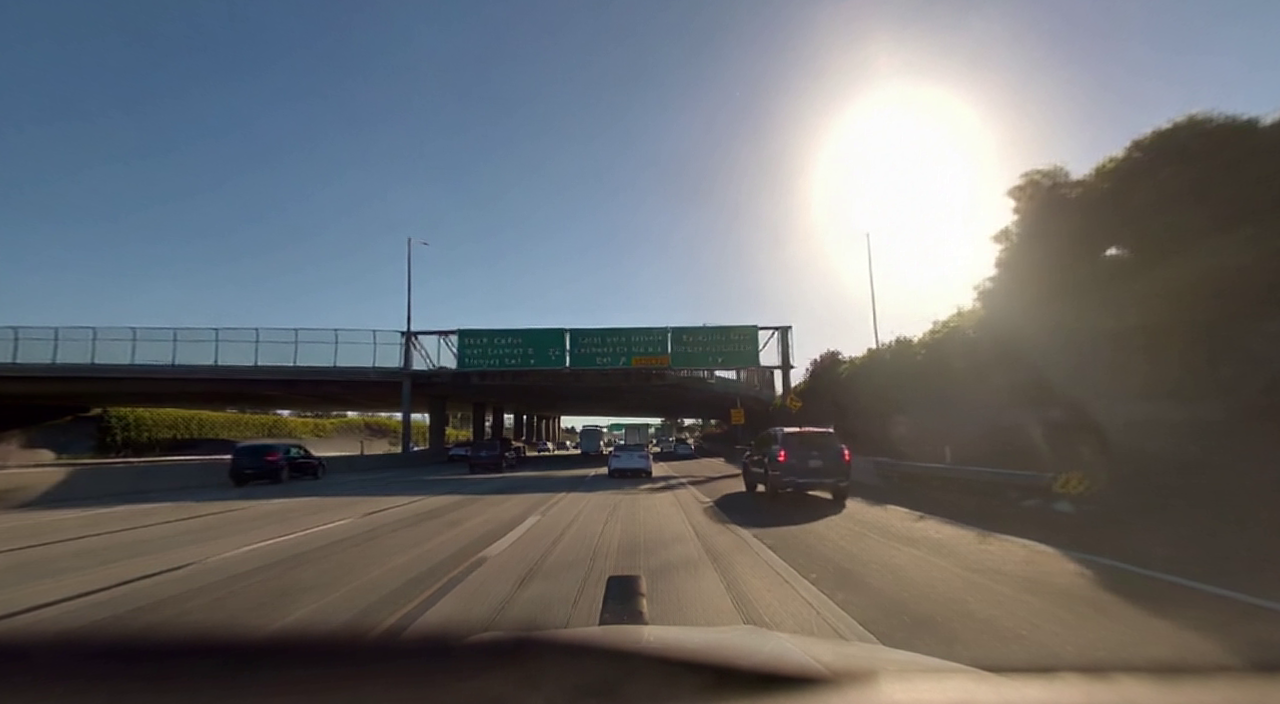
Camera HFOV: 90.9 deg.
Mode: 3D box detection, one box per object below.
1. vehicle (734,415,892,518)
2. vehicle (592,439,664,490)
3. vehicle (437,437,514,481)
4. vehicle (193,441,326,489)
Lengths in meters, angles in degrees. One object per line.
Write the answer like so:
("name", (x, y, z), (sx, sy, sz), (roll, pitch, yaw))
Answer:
("vehicle", (3.351, 2.315, 13.204), (2.001, 1.771, 4.250), (0, -8, -1))
("vehicle", (-0.343, 3.542, 20.216), (2.042, 1.446, 4.269), (0, -8, 0))
("vehicle", (-6.794, 4.464, 26.544), (2.060, 1.669, 4.242), (0, -8, 0))
("vehicle", (-14.448, 4.288, 24.393), (2.055, 1.628, 4.898), (0, -8, 1))
